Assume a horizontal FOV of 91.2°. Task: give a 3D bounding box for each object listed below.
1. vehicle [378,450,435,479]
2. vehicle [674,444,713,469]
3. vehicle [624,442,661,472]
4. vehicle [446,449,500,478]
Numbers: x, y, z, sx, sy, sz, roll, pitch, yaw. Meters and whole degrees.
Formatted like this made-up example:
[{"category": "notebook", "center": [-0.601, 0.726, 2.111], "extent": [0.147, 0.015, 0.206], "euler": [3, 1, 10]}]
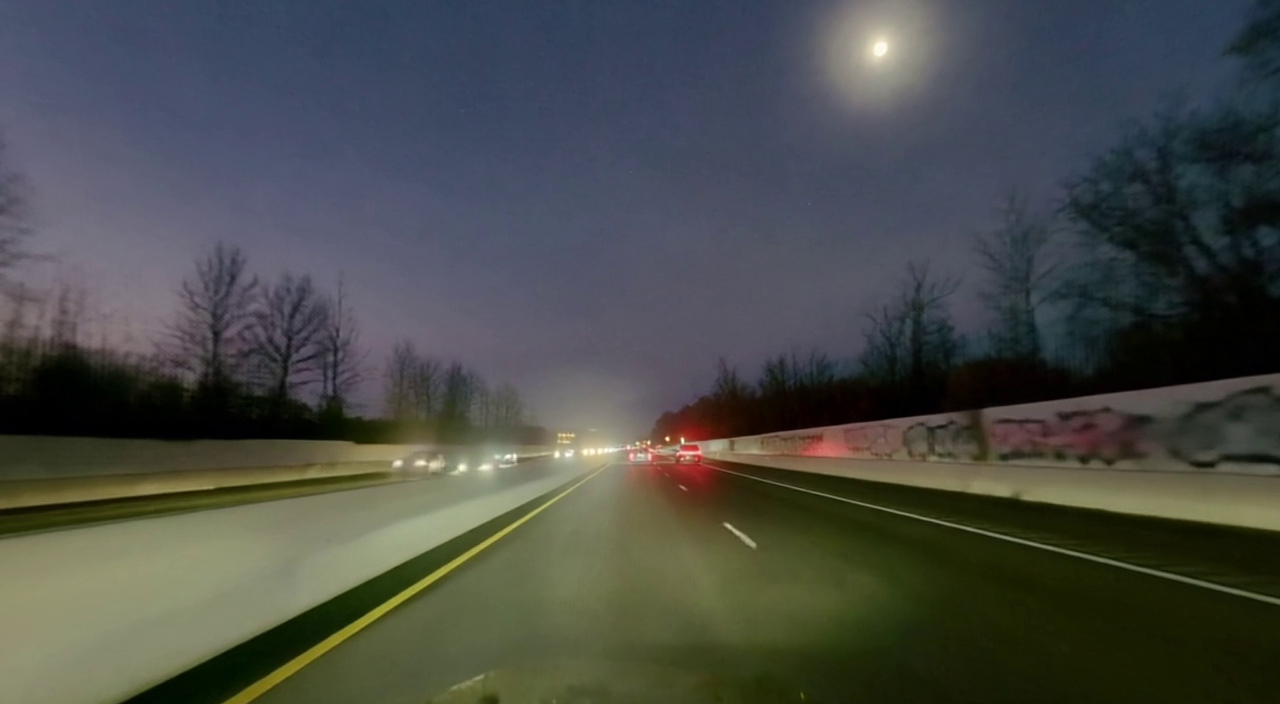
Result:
[{"category": "vehicle", "center": [-14.146, 6.805, 38.211], "extent": [1.877, 1.588, 4.079], "euler": [-1, -9, 0]}, {"category": "vehicle", "center": [3.618, 7.165, 43.112], "extent": [2.303, 1.614, 4.154], "euler": [0, -9, 0]}, {"category": "vehicle", "center": [0.122, 6.454, 38.699], "extent": [2.095, 1.671, 4.219], "euler": [0, -9, -1]}, {"category": "vehicle", "center": [-9.775, 6.549, 37.068], "extent": [2.015, 1.617, 4.274], "euler": [-1, -9, 0]}]
